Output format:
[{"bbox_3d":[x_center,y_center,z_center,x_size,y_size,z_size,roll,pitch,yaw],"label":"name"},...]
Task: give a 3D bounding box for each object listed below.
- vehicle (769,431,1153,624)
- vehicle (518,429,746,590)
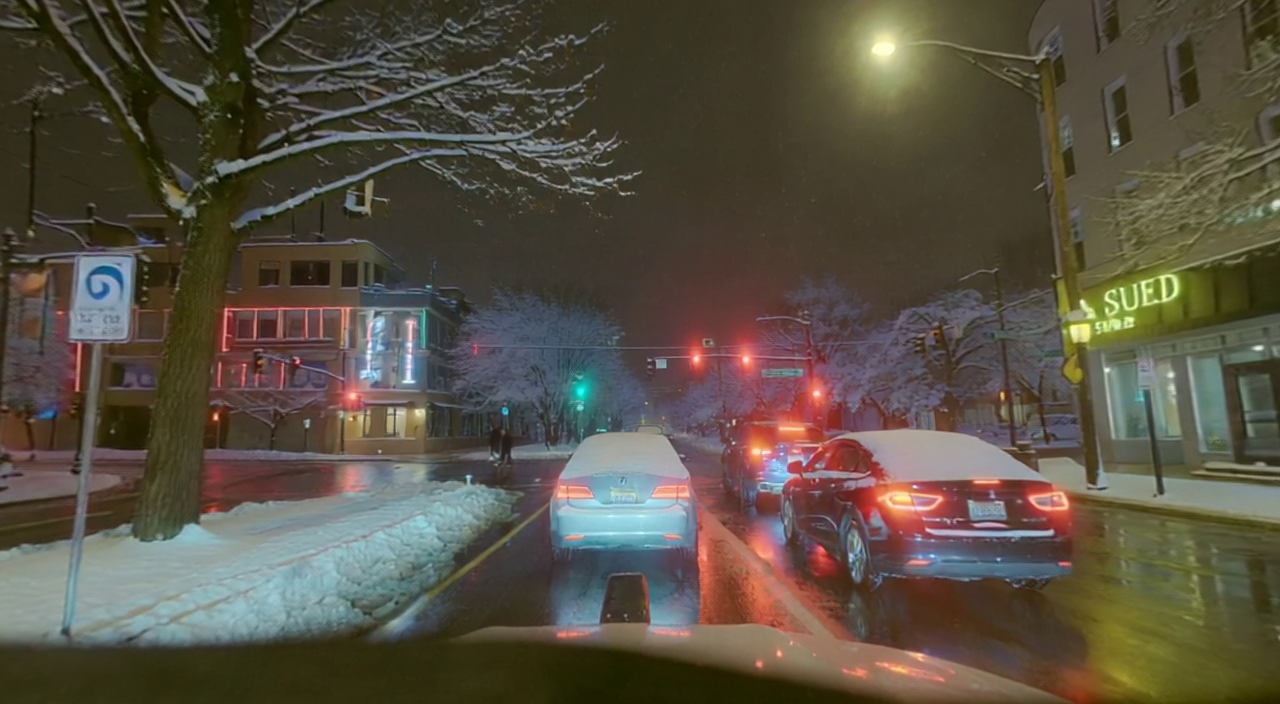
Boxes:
[{"bbox_3d":[2.905,1.654,7.005,1.893,1.446,4.270,0,-8,-2],"label":"vehicle"},{"bbox_3d":[-0.094,1.753,7.925,2.087,1.456,4.143,0,-8,-1],"label":"vehicle"}]
